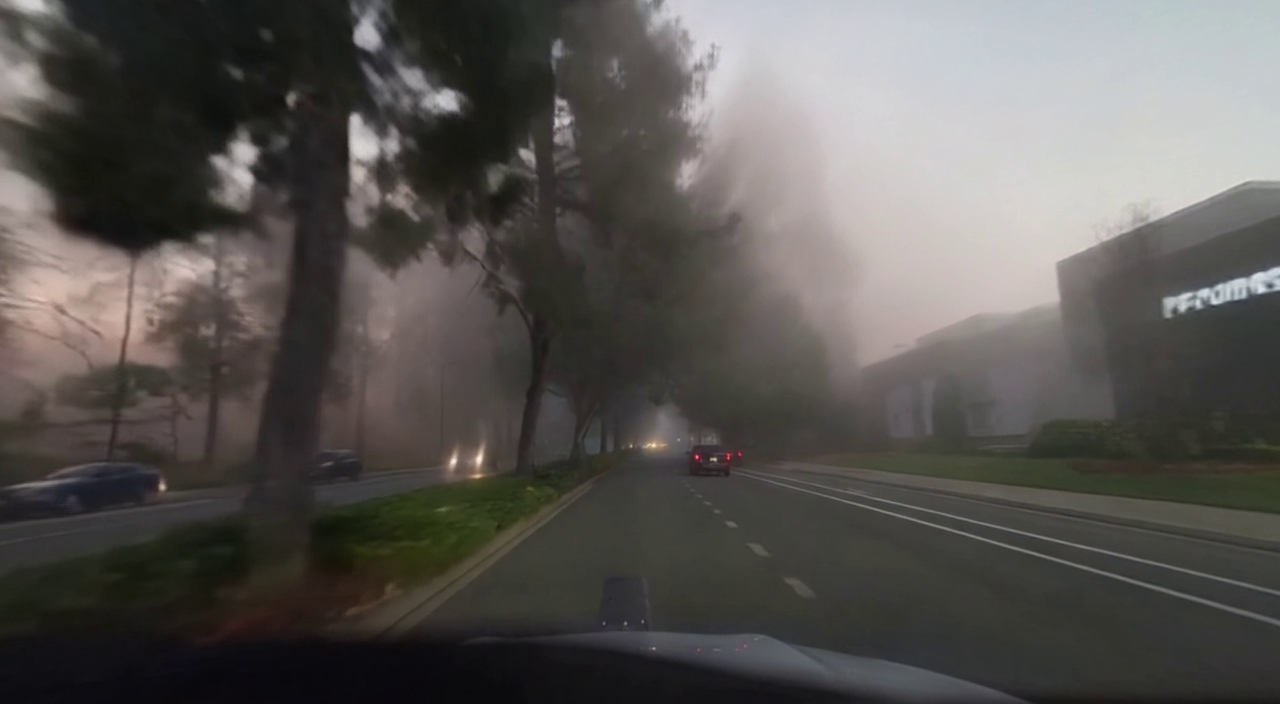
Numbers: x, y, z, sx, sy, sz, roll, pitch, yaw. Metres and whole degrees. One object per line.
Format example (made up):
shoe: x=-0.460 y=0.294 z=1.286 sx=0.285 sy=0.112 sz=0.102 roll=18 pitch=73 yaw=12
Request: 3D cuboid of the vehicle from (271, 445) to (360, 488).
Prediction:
vehicle: x=-16.534 y=5.827 z=32.437 sx=2.070 sy=1.892 sz=4.708 roll=-2 pitch=-8 yaw=0

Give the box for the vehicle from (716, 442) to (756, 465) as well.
vehicle: x=6.613 y=7.076 z=43.957 sx=2.100 sy=1.491 sz=4.563 roll=0 pitch=-8 yaw=0

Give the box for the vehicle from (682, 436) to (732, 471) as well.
vehicle: x=3.525 y=5.432 z=33.926 sx=2.143 sy=1.759 sz=4.378 roll=0 pitch=-8 yaw=-1

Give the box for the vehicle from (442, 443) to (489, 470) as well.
vehicle: x=-12.141 y=7.276 z=44.085 sx=1.951 sy=1.760 sz=4.410 roll=0 pitch=-8 yaw=1

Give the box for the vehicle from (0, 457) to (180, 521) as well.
vehicle: x=-16.590 y=3.979 z=18.856 sx=2.009 sy=1.540 sz=4.849 roll=0 pitch=-8 yaw=0
